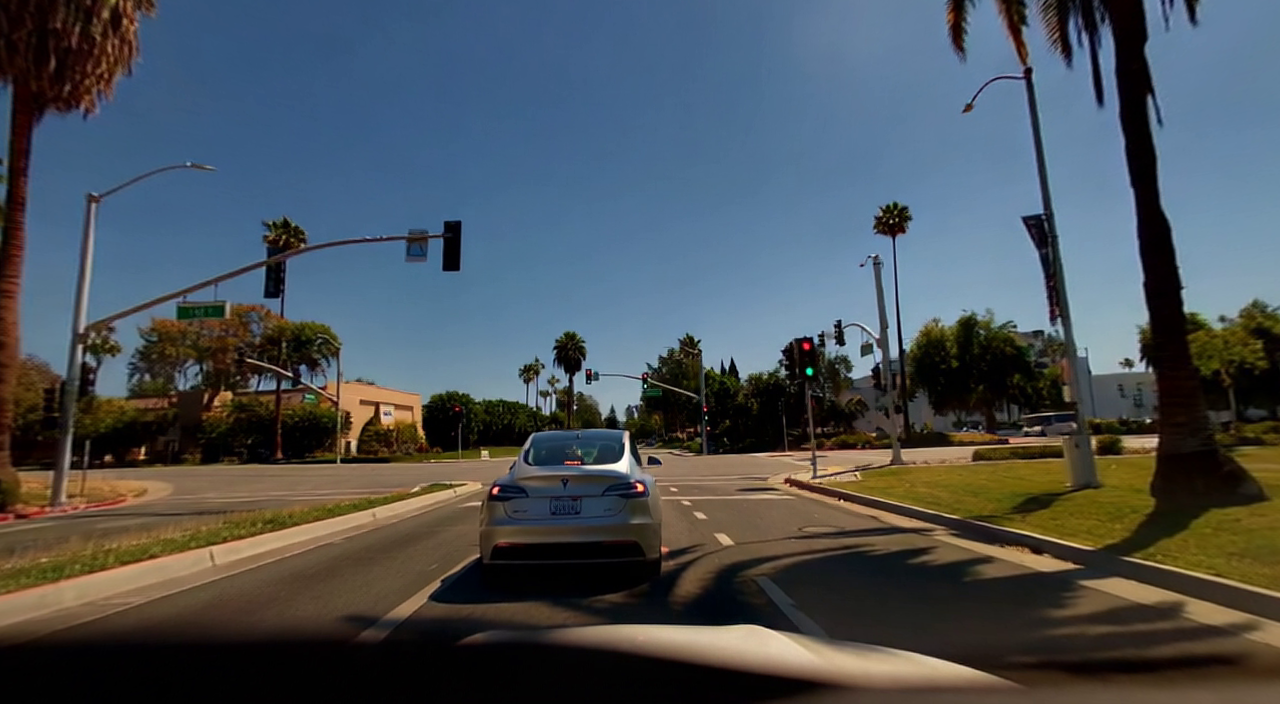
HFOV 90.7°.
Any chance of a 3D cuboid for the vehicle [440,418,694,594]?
[{"bbox_3d":[-0.631,1.624,7.572,2.152,1.478,4.229,0,-8,0],"label":"vehicle"}]
